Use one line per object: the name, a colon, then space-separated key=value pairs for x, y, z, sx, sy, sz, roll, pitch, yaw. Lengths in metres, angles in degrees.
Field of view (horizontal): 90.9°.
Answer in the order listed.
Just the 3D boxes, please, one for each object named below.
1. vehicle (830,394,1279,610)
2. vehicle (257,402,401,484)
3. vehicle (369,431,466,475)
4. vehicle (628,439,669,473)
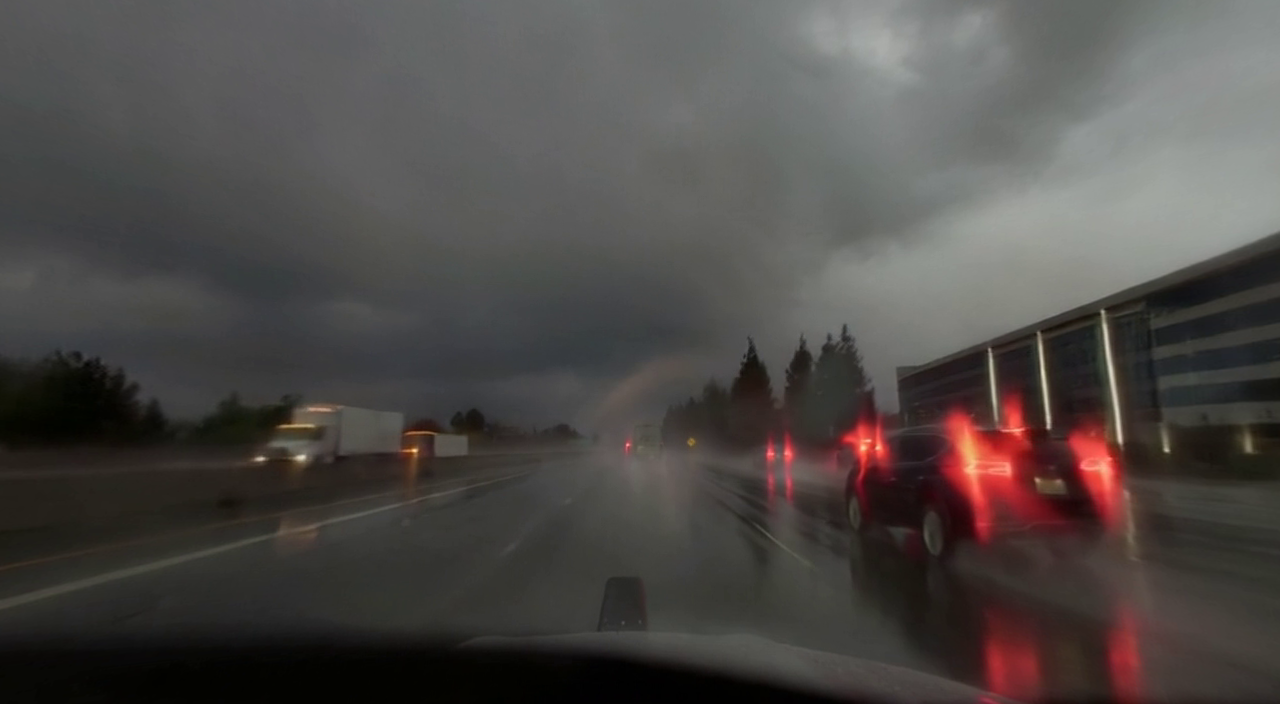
vehicle: x=4.003 y=1.509 z=7.286 sx=2.008 sy=1.595 sz=5.082 roll=0 pitch=-9 yaw=0
vehicle: x=-15.734 y=4.767 z=32.850 sx=3.049 sy=3.710 sz=8.153 roll=0 pitch=-9 yaw=1
vehicle: x=-15.670 y=7.310 z=45.636 sx=2.723 sy=2.765 sz=11.554 roll=0 pitch=-9 yaw=1
vehicle: x=0.373 y=5.484 z=33.290 sx=2.015 sy=1.639 sz=4.086 roll=0 pitch=-9 yaw=-1
